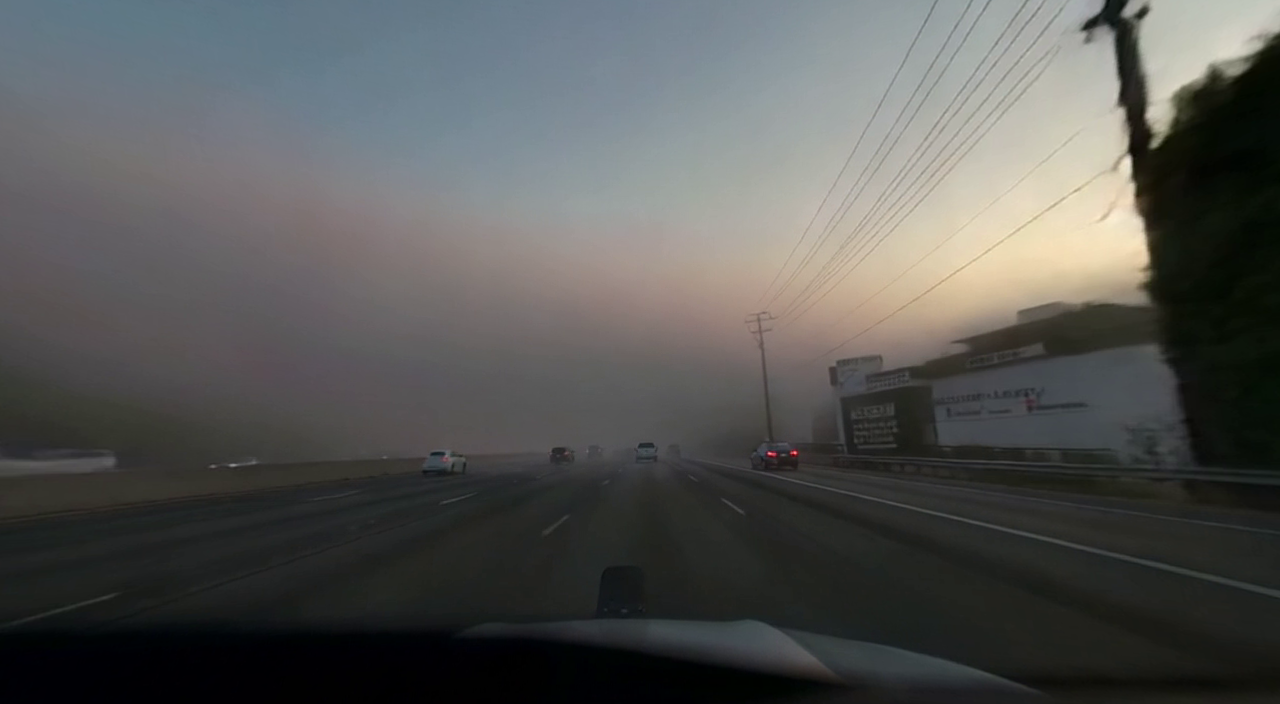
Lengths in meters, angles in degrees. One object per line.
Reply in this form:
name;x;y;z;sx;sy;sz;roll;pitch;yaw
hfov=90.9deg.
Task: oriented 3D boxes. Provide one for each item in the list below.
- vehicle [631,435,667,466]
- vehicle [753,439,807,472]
vehicle;0.674;7.715;49.444;2.622;2.208;5.320;0;-9;0
vehicle;7.617;5.673;34.761;1.937;1.698;4.322;0;-9;-1
